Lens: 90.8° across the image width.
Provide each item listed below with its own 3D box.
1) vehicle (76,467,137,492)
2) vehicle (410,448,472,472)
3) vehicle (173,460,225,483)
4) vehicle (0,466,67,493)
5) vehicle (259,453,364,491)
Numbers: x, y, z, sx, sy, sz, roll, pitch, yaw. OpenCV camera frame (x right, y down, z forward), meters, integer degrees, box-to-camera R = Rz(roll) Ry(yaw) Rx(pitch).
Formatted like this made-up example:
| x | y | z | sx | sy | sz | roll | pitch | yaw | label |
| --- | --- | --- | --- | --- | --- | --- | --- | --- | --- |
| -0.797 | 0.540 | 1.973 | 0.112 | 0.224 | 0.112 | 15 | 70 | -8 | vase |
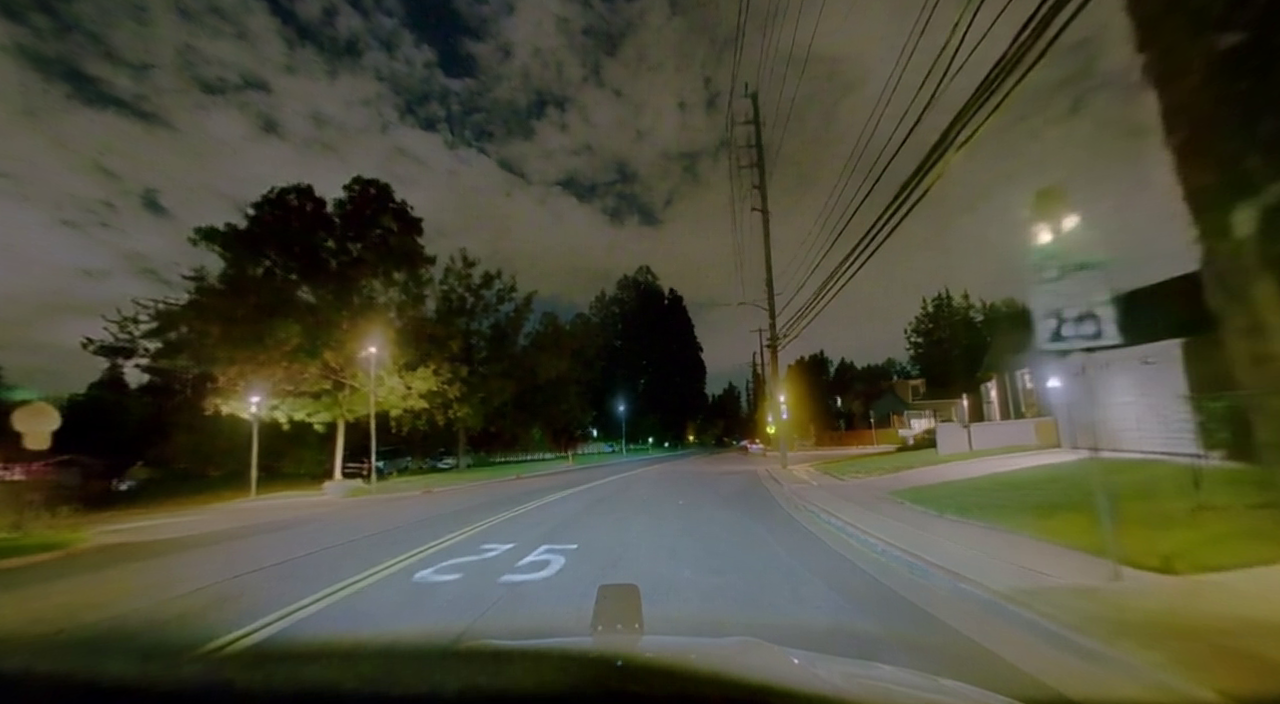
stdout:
| x | y | z | sx | sy | sz | roll | pitch | yaw | label |
| --- | --- | --- | --- | --- | --- | --- | --- | --- | --- |
| -36.906 | 8.793 | 43.697 | 4.305 | 1.465 | 1.903 | -5 | -10 | 32 | vehicle |
| -14.358 | 7.791 | 45.693 | 4.123 | 1.603 | 1.906 | 2 | -9 | -16 | vehicle |
| -34.265 | 9.243 | 49.024 | 4.478 | 1.533 | 2.018 | -7 | -11 | 38 | vehicle |
| -46.912 | 9.630 | 47.759 | 4.659 | 1.815 | 2.069 | 3 | -9 | -18 | vehicle |
| -16.786 | 6.117 | 32.576 | 4.675 | 1.442 | 1.906 | -1 | -8 | -24 | vehicle |
